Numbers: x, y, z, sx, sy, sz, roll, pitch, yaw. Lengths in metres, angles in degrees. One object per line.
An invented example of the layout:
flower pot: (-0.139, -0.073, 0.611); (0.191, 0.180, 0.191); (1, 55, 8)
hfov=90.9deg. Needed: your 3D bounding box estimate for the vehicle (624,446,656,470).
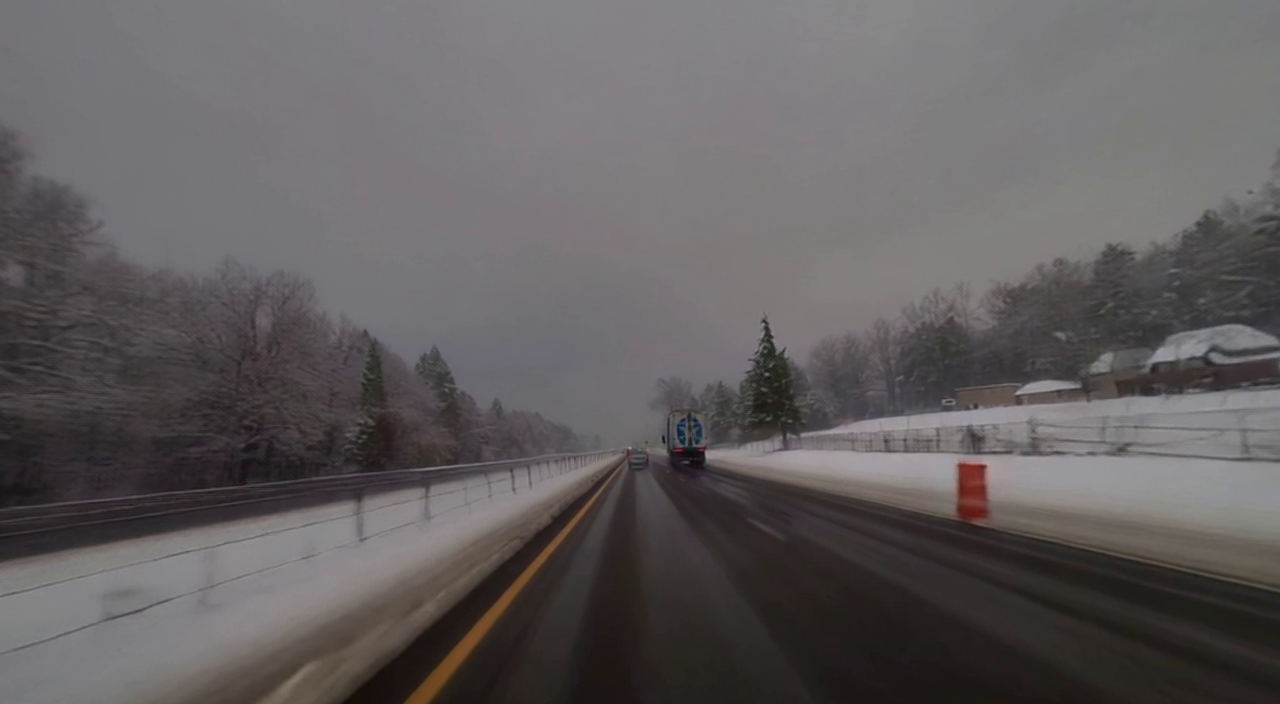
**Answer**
vehicle: (-0.023, 7.228, 43.136); (2.065, 1.573, 3.734); (0, -9, 0)
